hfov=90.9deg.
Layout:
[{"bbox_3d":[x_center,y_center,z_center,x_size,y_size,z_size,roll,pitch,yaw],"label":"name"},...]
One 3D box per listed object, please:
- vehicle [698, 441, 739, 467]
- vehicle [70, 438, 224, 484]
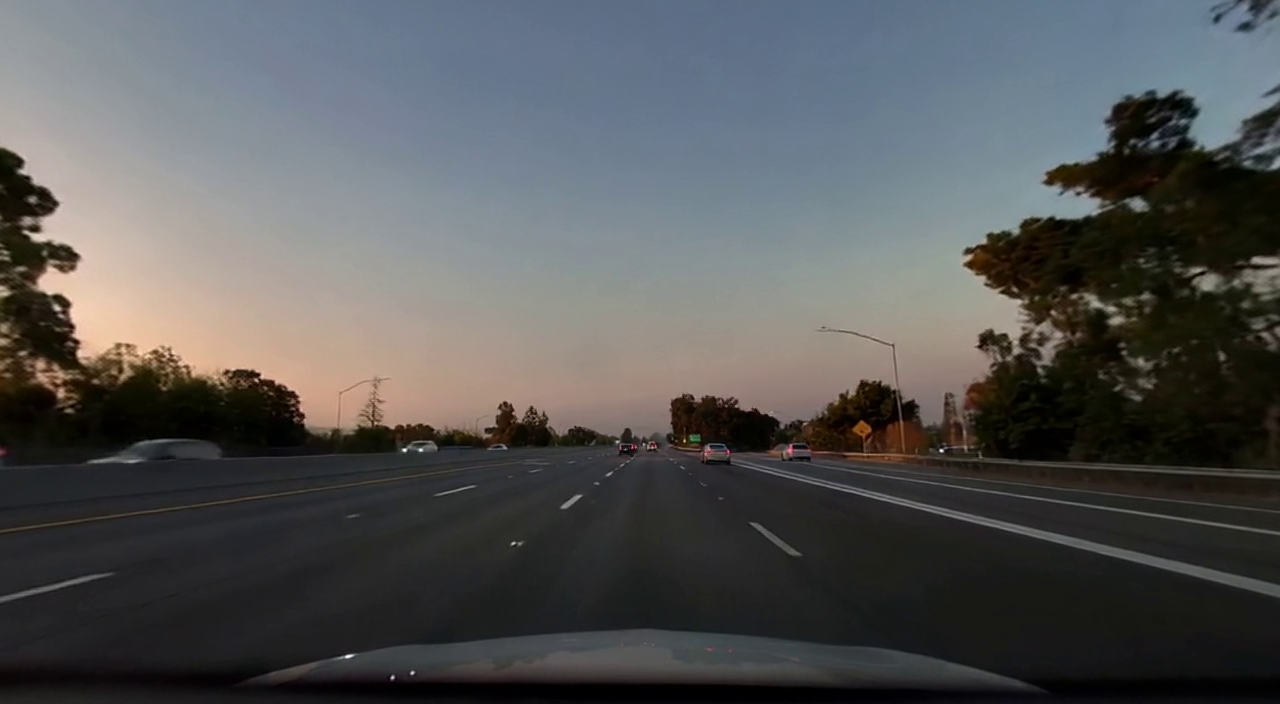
[{"bbox_3d":[4.718,6.177,38.460,1.912,1.478,4.125,0,-8,0],"label":"vehicle"},{"bbox_3d":[-17.539,3.883,22.740,2.170,1.482,4.085,0,-8,1],"label":"vehicle"}]
